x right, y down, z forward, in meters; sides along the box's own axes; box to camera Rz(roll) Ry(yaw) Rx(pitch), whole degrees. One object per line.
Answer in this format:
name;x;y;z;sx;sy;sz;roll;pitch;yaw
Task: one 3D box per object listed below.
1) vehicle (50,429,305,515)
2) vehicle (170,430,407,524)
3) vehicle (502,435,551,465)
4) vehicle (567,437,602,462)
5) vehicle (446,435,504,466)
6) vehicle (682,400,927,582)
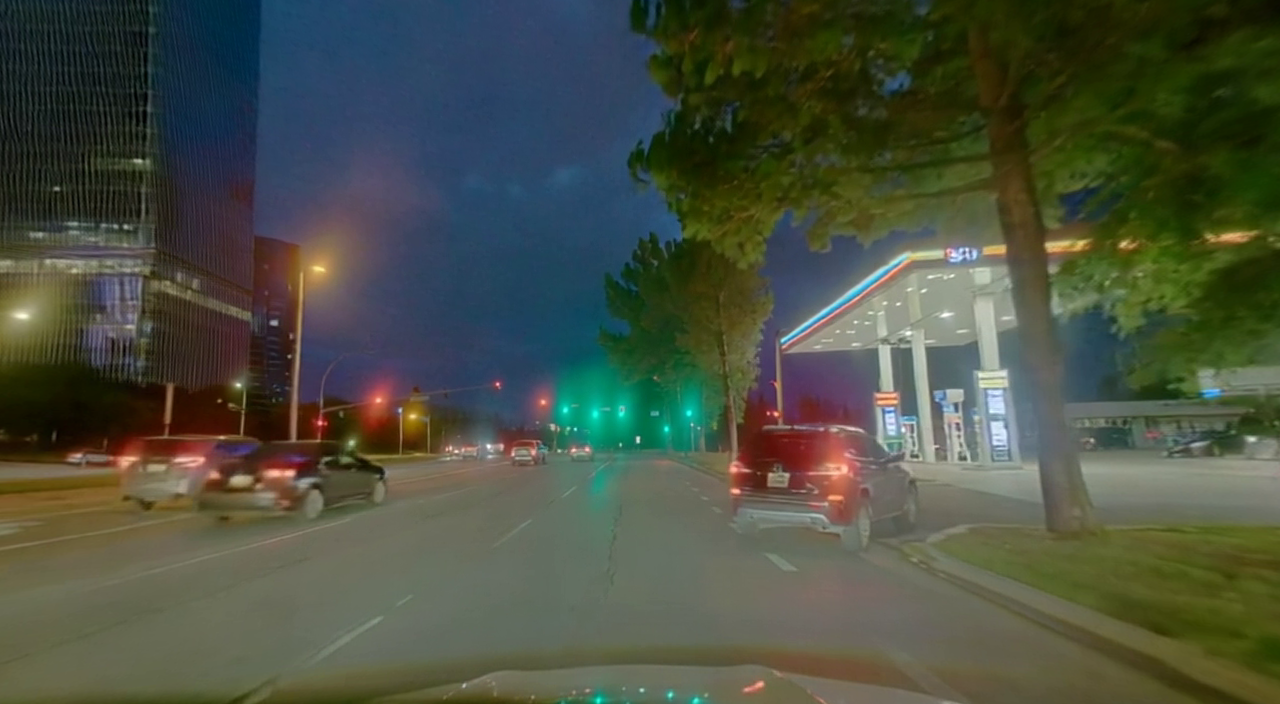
vehicle;-9.648;2.520;13.817;1.965;1.541;4.718;0;-8;1
vehicle;-6.378;2.300;12.185;1.900;1.473;4.425;0;-8;2
vehicle;-6.638;5.805;37.310;2.018;1.658;4.391;0;-8;0
vehicle;-3.947;7.022;45.628;2.081;1.698;4.362;0;-8;1
vehicle;-9.609;5.779;37.036;2.068;1.659;4.509;0;-8;1
vehicle;2.536;1.716;8.697;2.169;1.751;4.613;-5;-10;28
